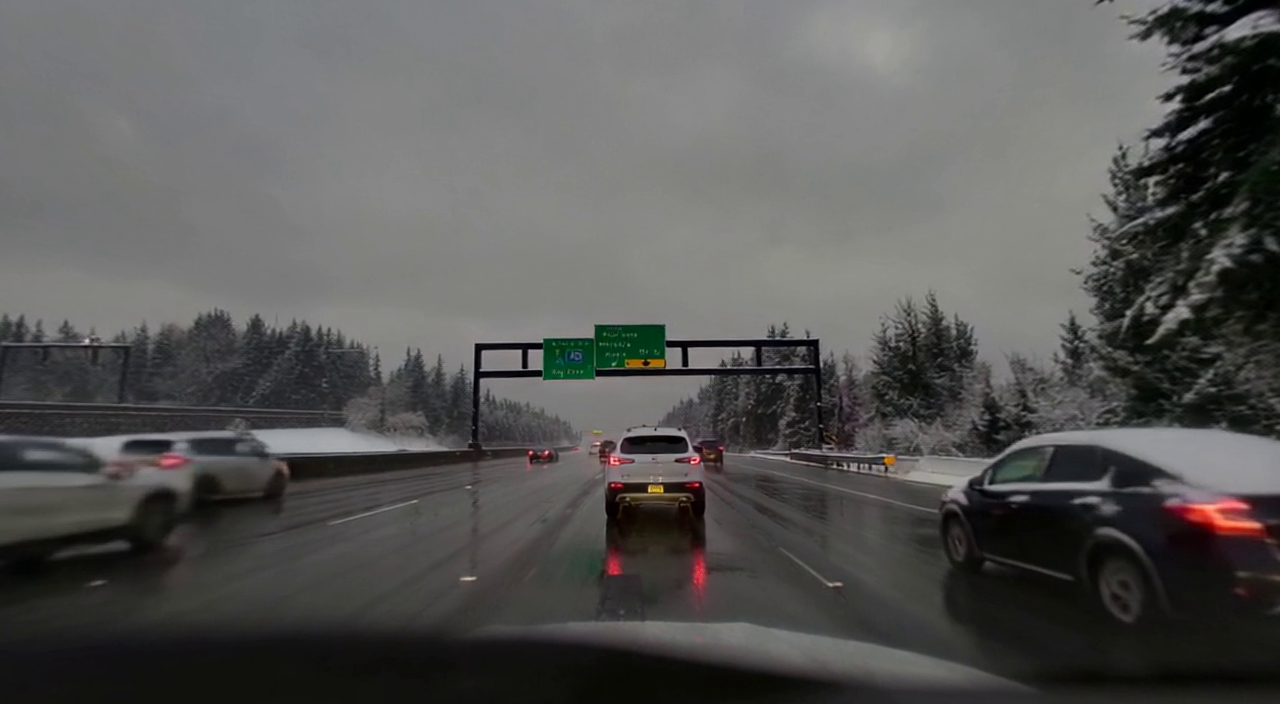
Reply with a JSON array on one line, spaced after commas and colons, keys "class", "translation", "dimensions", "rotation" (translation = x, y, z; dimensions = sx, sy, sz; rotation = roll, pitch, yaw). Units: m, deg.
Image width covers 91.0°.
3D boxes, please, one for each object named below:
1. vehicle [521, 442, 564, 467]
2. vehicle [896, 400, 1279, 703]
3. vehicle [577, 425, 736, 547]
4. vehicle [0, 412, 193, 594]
[{"class": "vehicle", "translation": [-6.453, 6.877, 42.284], "dimensions": [2.035, 1.558, 4.773], "rotation": [0, -9, 2]}, {"class": "vehicle", "translation": [4.055, 1.307, 5.114], "dimensions": [2.002, 1.499, 4.710], "rotation": [0, -9, 0]}, {"class": "vehicle", "translation": [0.222, 2.024, 10.116], "dimensions": [2.044, 1.554, 3.824], "rotation": [0, -9, 0]}, {"class": "vehicle", "translation": [-6.918, 1.389, 5.802], "dimensions": [2.127, 1.644, 4.631], "rotation": [0, -9, 1]}]
